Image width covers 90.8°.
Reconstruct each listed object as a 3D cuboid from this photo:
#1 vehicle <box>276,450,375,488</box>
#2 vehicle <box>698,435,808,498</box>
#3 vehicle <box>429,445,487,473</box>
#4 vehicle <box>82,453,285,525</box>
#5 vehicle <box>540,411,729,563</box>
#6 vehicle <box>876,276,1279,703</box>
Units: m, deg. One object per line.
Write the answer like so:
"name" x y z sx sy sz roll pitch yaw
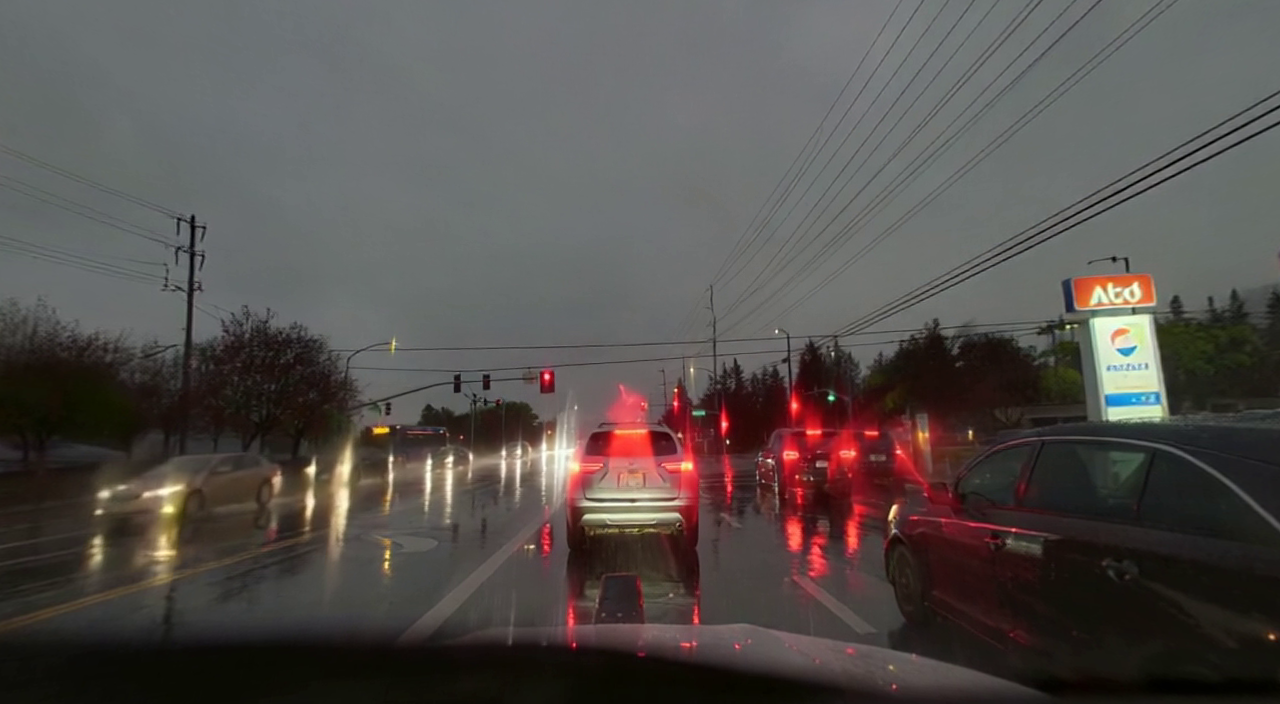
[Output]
"vehicle" -13.586 5.053 27.698 1.967 1.486 4.701 0 -9 -1
"vehicle" 2.885 3.042 17.216 2.040 1.481 4.407 0 -9 -2
"vehicle" -10.640 6.262 37.269 2.030 1.498 4.690 0 -9 0
"vehicle" -10.357 3.085 14.792 1.812 1.403 3.918 0 -9 0
"vehicle" -0.110 1.805 9.118 2.087 1.677 4.053 0 -9 -1
"vehicle" 3.089 0.840 3.214 2.049 1.813 4.245 0 -9 -1
